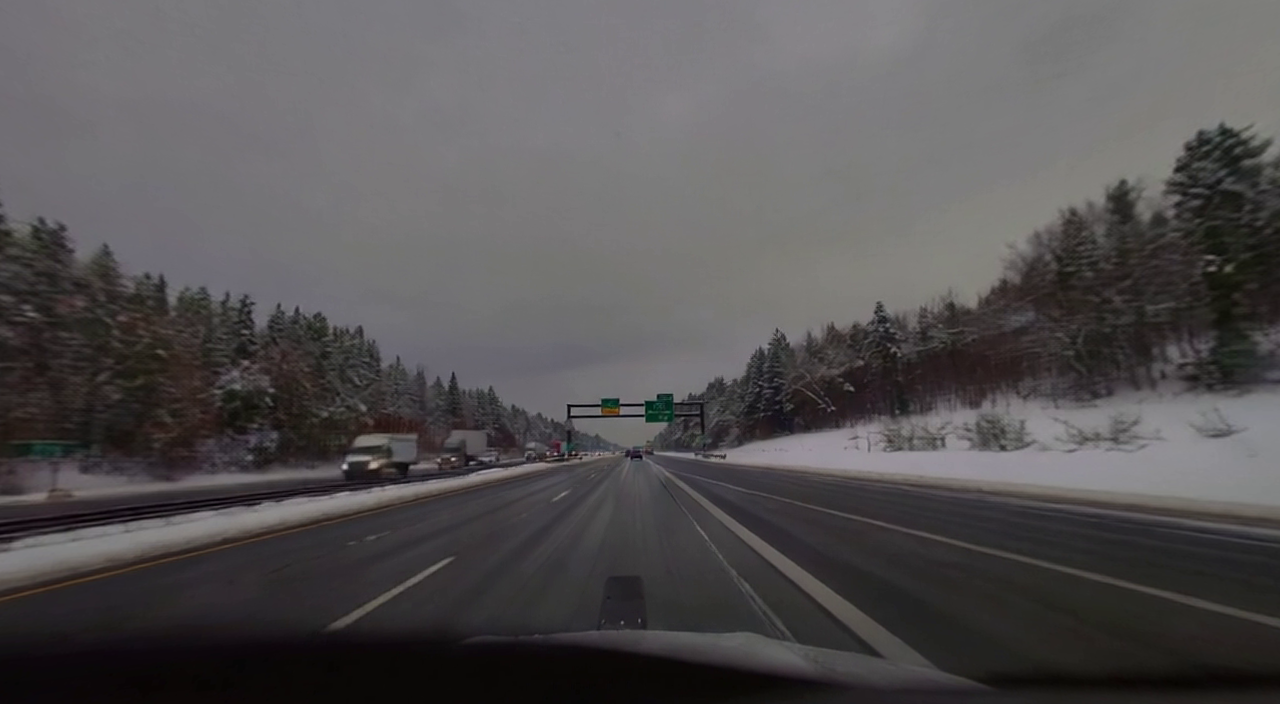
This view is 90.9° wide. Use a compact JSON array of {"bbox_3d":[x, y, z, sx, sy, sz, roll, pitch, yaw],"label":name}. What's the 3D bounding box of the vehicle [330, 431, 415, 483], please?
[{"bbox_3d":[-15.043,5.966,35.925,2.308,2.671,5.819,0,-9,-1],"label":"vehicle"}]
